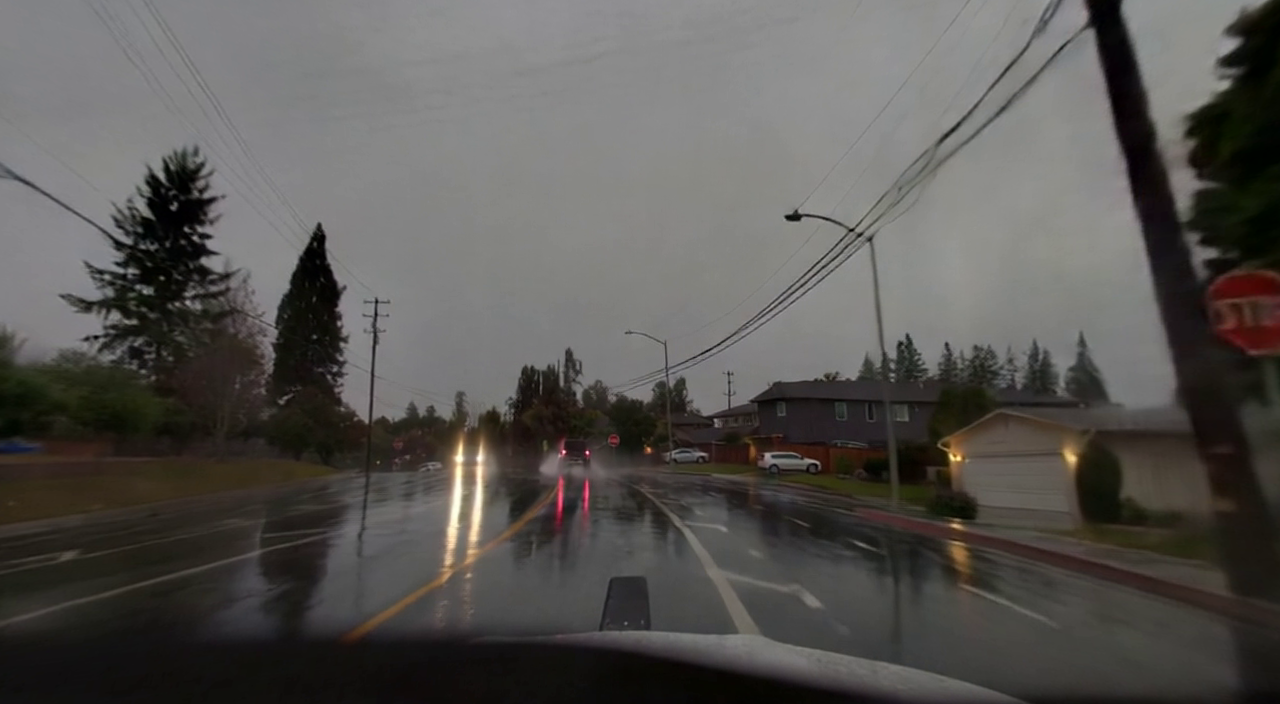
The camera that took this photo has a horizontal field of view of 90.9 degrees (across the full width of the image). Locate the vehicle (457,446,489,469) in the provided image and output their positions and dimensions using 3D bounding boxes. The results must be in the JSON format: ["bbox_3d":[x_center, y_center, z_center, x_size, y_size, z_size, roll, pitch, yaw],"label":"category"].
[{"bbox_3d":[-11.691,7.392,44.407,2.003,1.483,4.545,2,-8,-13],"label":"vehicle"}]

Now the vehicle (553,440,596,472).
[{"bbox_3d":[-4.334,6.708,41.066,2.284,1.741,4.702,4,-8,-11],"label":"vehicle"}]

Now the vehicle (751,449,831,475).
[{"bbox_3d":[9.370,6.795,39.220,4.383,1.508,1.884,1,-8,-10],"label":"vehicle"}]
